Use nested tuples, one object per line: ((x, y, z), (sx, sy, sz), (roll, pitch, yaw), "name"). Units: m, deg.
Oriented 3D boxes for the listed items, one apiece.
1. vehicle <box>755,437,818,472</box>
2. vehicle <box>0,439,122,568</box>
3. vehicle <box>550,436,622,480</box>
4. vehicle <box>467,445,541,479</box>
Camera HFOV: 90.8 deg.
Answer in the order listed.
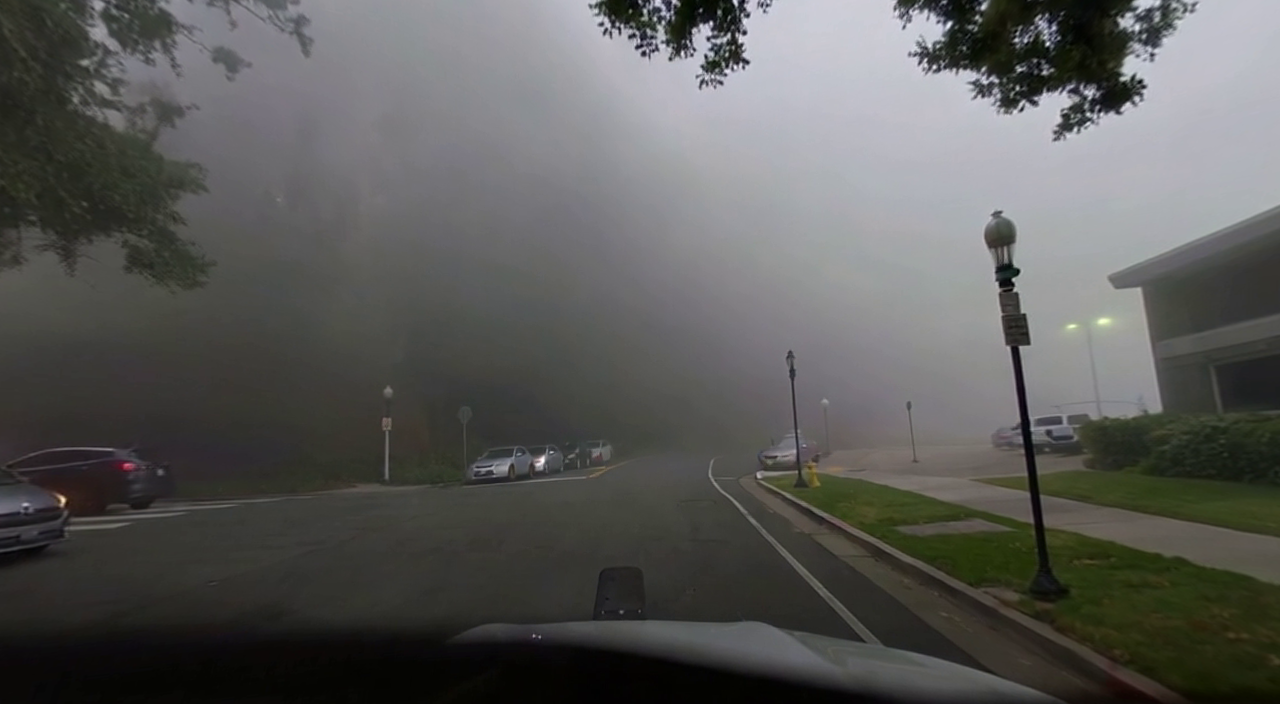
((6.694, 4.724, 29.345), (1.918, 1.461, 4.419), (0, -8, 1), "vehicle")
((-10.113, 2.069, 8.955), (4.141, 1.620, 1.876), (-2, -9, 9), "vehicle")
((-2.122, 4.384, 26.341), (2.110, 1.651, 4.410), (-1, -9, 7), "vehicle")
((-6.067, 4.960, 28.736), (1.968, 1.443, 4.358), (-1, -9, 6), "vehicle")
